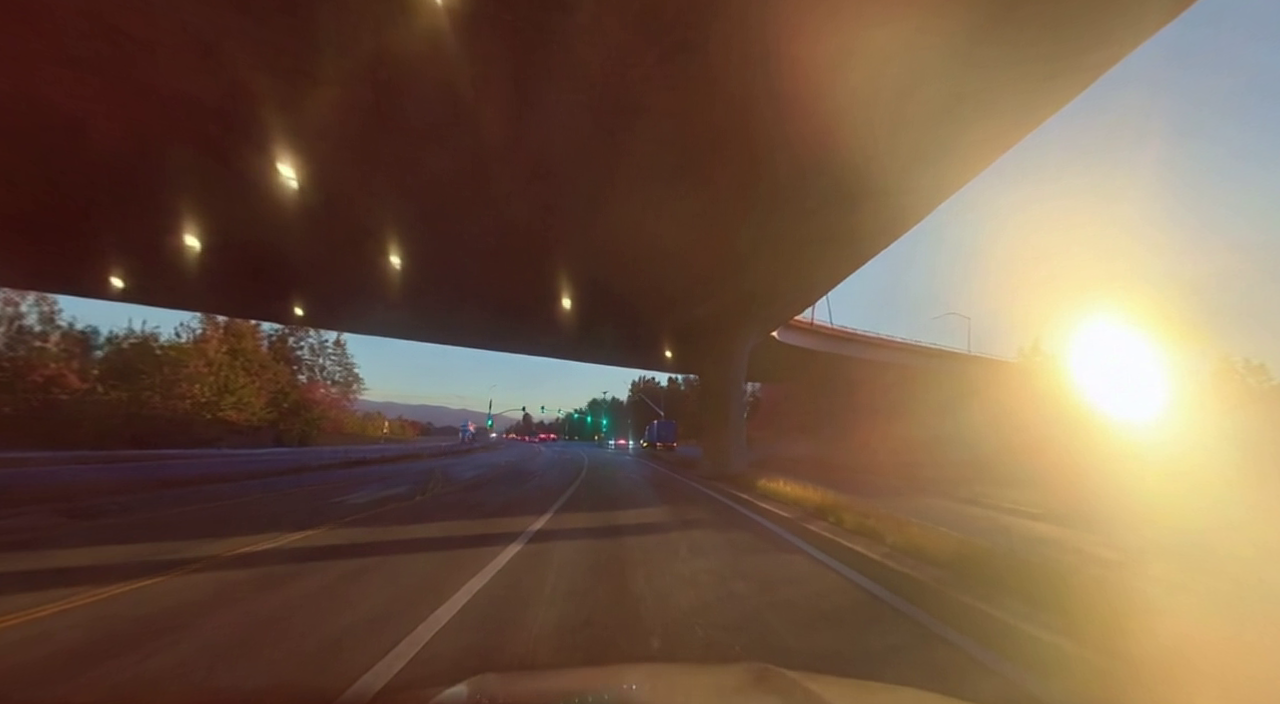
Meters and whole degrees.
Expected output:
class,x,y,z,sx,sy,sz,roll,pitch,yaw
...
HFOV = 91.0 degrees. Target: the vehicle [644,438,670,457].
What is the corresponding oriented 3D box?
class,x,y,z,sx,sy,sz,roll,pitch,yaw
vehicle,1.391,7.547,49.845,1.947,1.475,3.962,-1,-8,3
